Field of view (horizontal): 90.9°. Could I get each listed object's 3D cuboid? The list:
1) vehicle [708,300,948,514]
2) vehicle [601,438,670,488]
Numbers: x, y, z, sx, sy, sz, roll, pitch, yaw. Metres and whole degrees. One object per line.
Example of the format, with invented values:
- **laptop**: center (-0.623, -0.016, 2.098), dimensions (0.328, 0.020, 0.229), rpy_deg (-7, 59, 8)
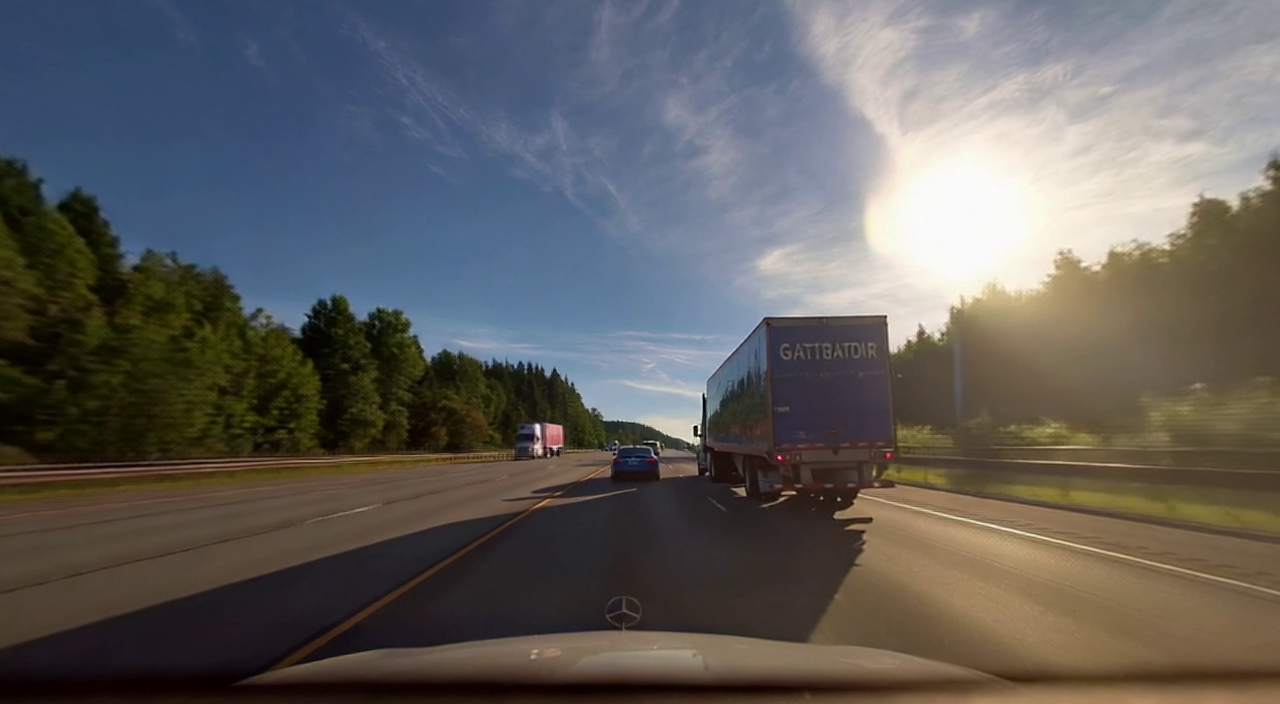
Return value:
- **vehicle**: center (4.277, 2.105, 19.115), dimensions (2.909, 4.074, 14.457), rpy_deg (0, -9, 0)
- **vehicle**: center (-0.131, 3.660, 20.956), dimensions (2.074, 1.475, 3.960), rpy_deg (0, -9, 0)
